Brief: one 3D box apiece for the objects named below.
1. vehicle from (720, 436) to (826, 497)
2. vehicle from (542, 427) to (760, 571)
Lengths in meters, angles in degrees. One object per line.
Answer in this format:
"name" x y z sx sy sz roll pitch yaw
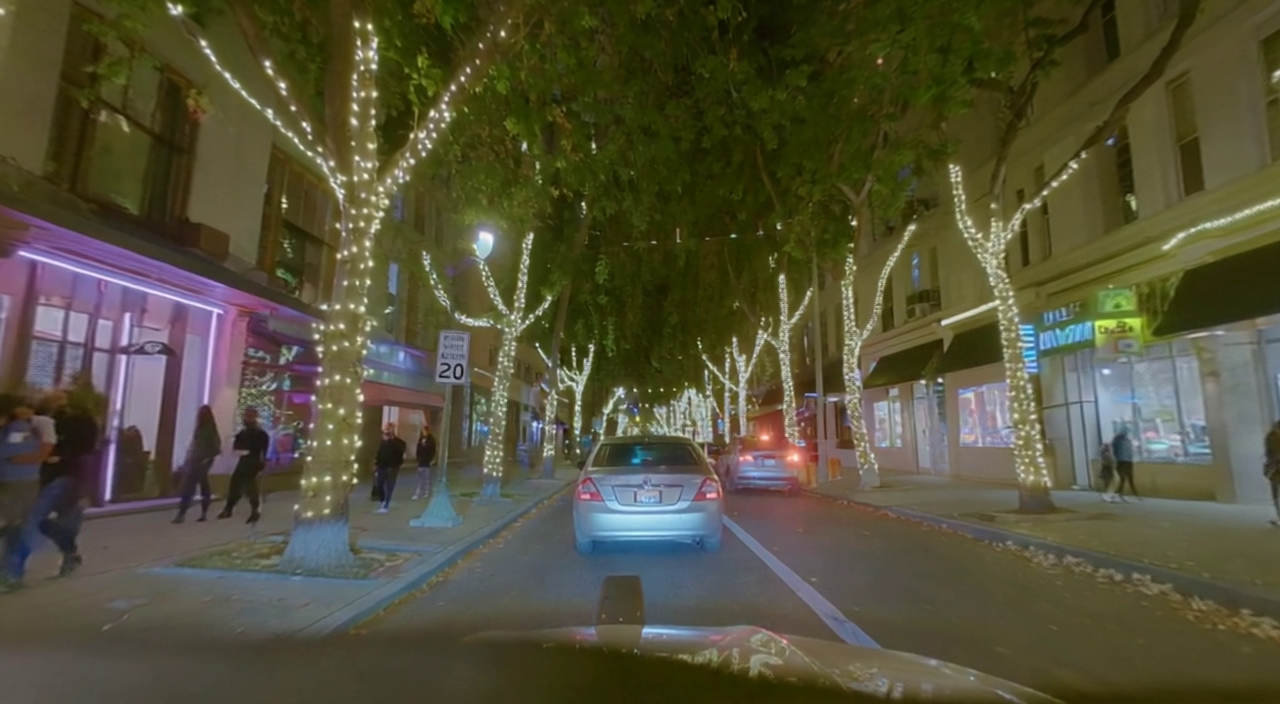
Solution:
"vehicle" 3.613 3.203 18.097 2.025 1.523 4.426 0 -9 -1
"vehicle" 0.079 1.843 8.720 2.261 1.474 4.130 0 -8 -1
